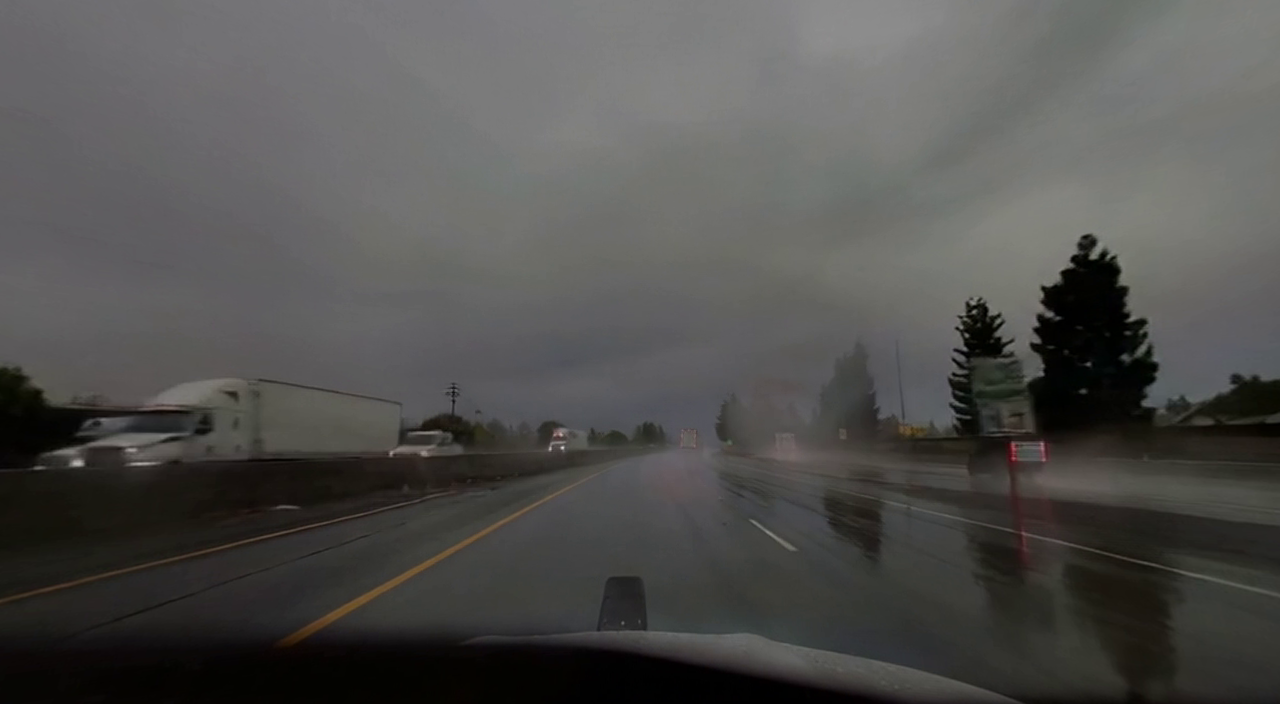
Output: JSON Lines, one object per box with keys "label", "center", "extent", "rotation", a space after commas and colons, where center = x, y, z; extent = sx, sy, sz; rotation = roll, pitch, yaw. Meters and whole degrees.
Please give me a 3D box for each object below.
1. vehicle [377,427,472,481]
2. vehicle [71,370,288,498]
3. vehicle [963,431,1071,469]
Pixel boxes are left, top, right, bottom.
{"label": "vehicle", "center": [-10.956, 5.270, 32.756], "extent": [2.432, 2.513, 6.181], "rotation": [-1, -9, 3]}
{"label": "vehicle", "center": [-16.052, 3.001, 22.690], "extent": [3.020, 3.974, 5.799], "rotation": [-1, -9, 3]}
{"label": "vehicle", "center": [18.770, 4.922, 31.628], "extent": [2.061, 1.776, 4.476], "rotation": [2, -9, -11]}
